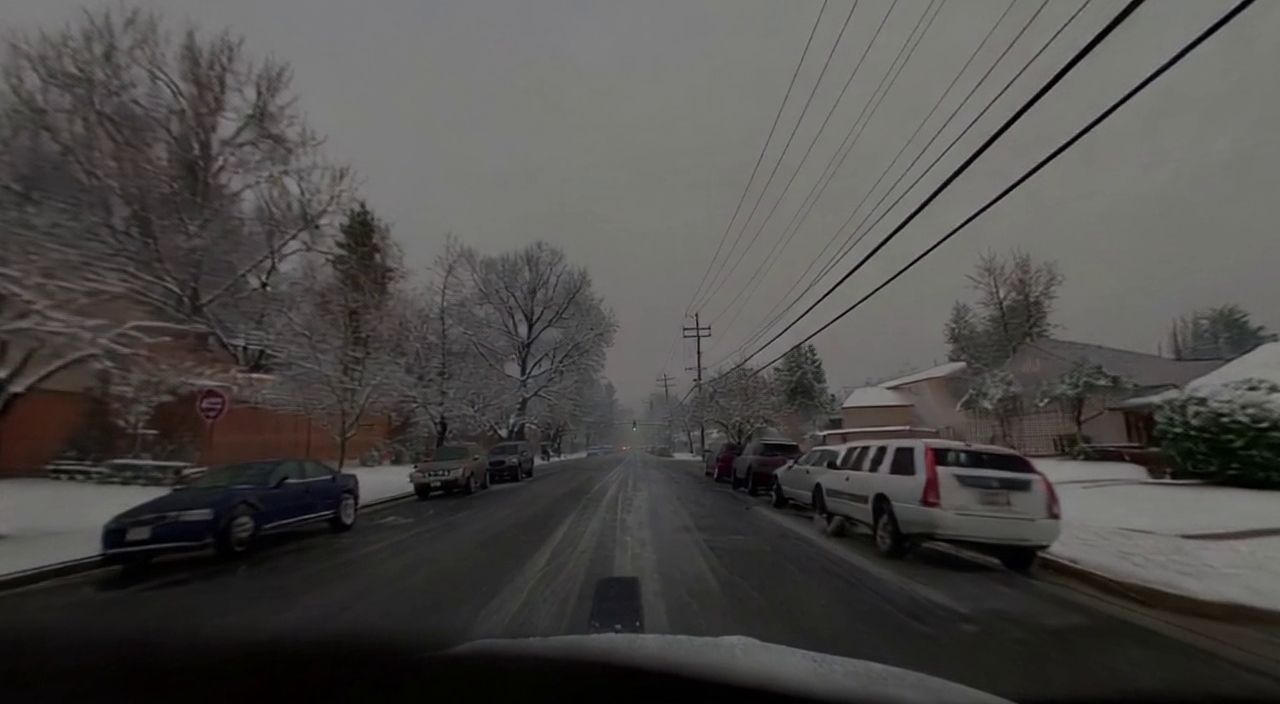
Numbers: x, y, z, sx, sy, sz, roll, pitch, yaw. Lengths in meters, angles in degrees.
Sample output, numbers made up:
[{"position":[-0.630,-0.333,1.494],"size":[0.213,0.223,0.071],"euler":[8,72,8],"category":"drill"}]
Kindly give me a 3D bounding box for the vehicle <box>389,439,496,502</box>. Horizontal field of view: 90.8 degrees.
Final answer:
[{"position":[-6.315,3.831,20.870],"size":[2.031,1.799,4.587],"euler":[0,-9,0],"category":"vehicle"}]

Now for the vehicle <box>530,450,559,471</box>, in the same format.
[{"position":[-7.111,8.082,47.384],"size":[1.997,1.456,4.319],"euler":[1,-9,-7],"category":"vehicle"}]

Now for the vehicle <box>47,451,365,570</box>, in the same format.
[{"position":[-6.408,2.330,10.163],"size":[2.031,1.454,4.410],"euler":[0,-9,-1],"category":"vehicle"}]

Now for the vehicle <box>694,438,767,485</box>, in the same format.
[{"position":[3.650,4.566,26.669],"size":[2.178,1.757,5.495],"euler":[0,-9,-1],"category":"vehicle"}]

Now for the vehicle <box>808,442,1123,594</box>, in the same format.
[{"position":[3.687,1.919,8.232],"size":[1.763,1.432,4.323],"euler":[0,-9,0],"category":"vehicle"}]
